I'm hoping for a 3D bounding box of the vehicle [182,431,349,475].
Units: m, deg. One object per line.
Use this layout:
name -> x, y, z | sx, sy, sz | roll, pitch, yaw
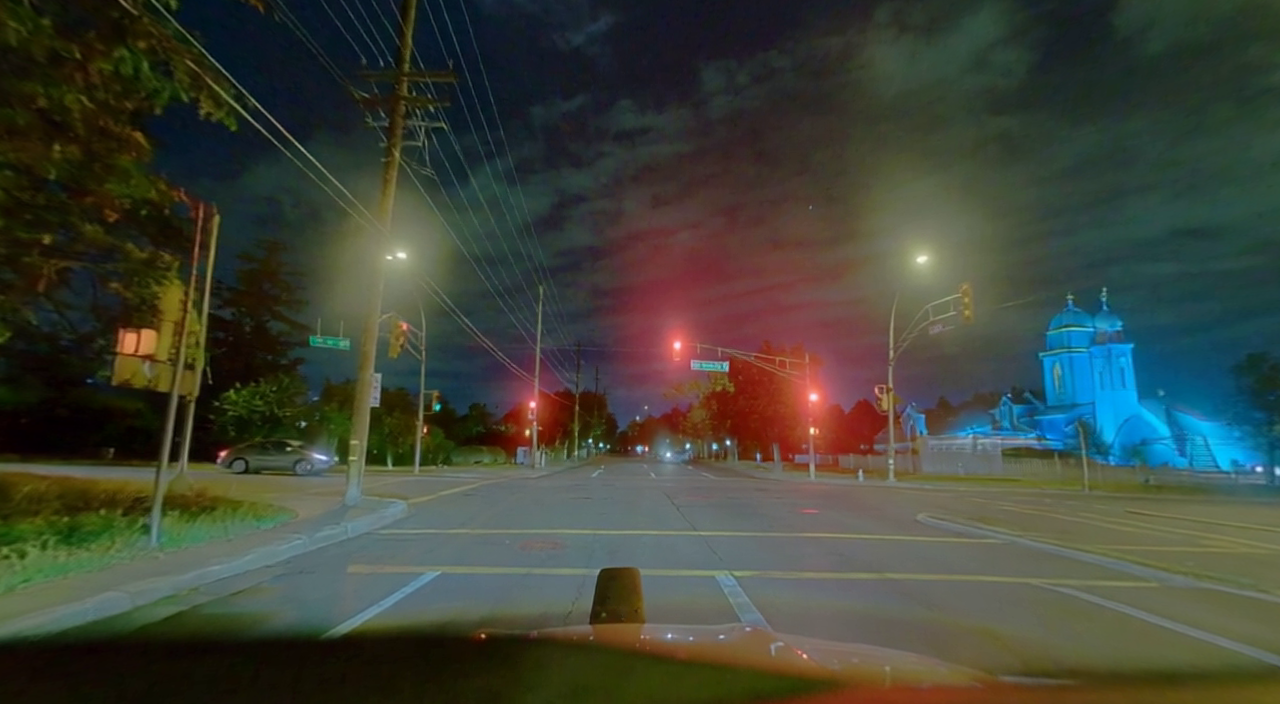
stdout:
vehicle -> -13.274, 3.605, 22.597 | 4.718, 1.497, 2.032 | 0, -9, 3
